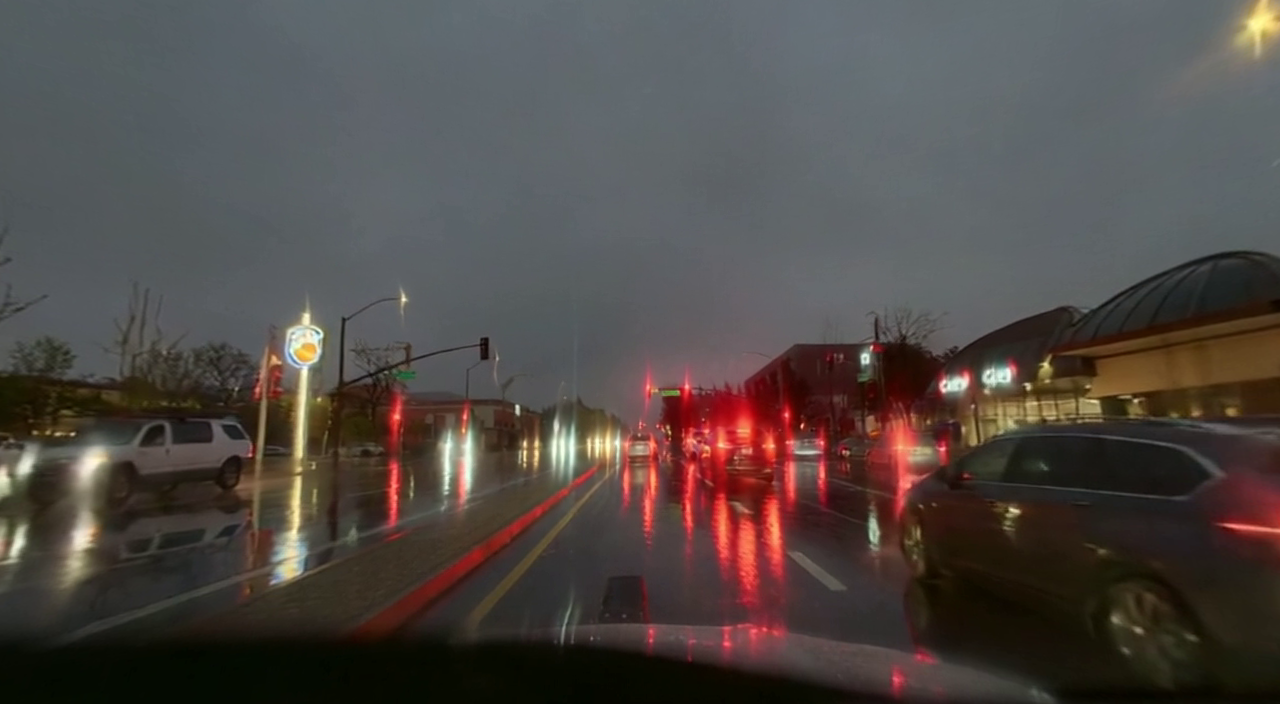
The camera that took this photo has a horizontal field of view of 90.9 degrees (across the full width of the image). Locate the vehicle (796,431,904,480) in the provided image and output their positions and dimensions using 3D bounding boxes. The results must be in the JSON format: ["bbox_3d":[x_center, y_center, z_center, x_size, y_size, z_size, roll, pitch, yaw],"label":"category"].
[{"bbox_3d":[6.918,3.448,21.362,2.059,1.458,4.395,0,-8,-1],"label":"vehicle"}]

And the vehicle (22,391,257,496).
[{"bbox_3d":[-15.298,2.880,19.989,2.371,2.799,5.978,0,-8,1],"label":"vehicle"}]

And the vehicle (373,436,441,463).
[{"bbox_3d":[-16.004,6.629,43.181,4.554,1.751,2.106,-6,-10,36],"label":"vehicle"}]

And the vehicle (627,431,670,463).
[{"bbox_3d":[0.359,4.834,32.221,2.073,1.496,3.892,0,-8,-1],"label":"vehicle"}]

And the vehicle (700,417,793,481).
[{"bbox_3d":[3.221,3.077,20.207,2.038,1.787,4.946,0,-8,-1],"label":"vehicle"}]

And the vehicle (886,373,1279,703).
[{"bbox_3d":[3.505,1.083,4.198,1.932,1.517,4.430,0,-8,0],"label":"vehicle"}]
